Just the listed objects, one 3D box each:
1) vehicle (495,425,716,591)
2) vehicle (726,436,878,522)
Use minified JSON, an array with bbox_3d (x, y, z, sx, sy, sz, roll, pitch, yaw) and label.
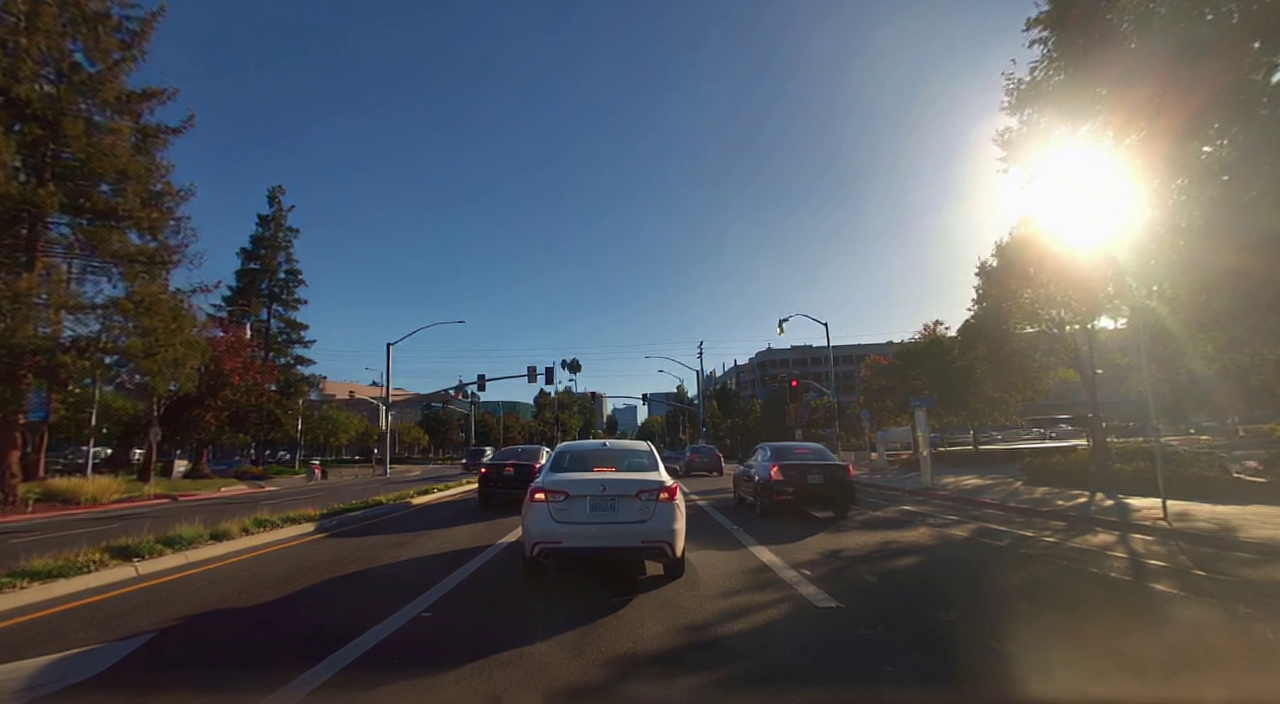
[{"bbox_3d":[-0.348,1.695,7.610,2.006,1.487,3.535,0,-9,-1],"label":"vehicle"},{"bbox_3d":[3.135,2.539,13.242,1.910,1.474,4.263,0,-9,-2],"label":"vehicle"}]
